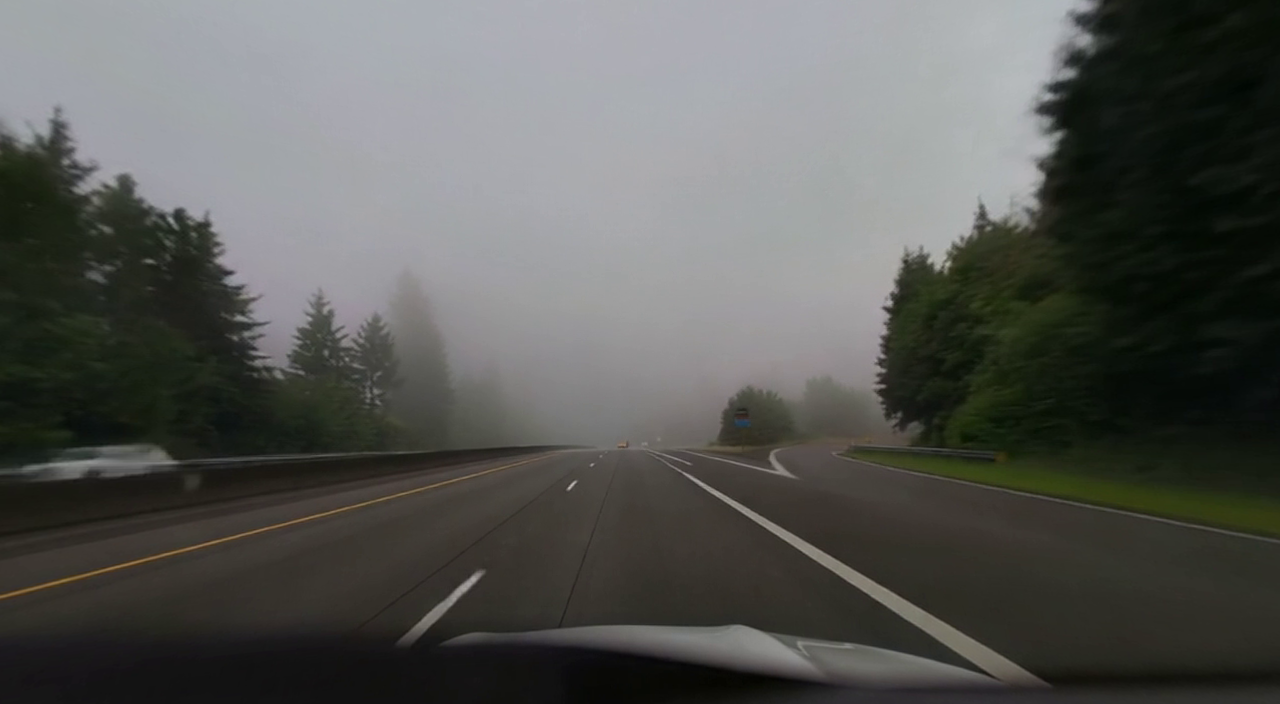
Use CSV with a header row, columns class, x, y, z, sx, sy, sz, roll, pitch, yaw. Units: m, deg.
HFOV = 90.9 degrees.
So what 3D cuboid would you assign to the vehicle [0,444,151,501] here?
class,x,y,z,sx,sy,sz,roll,pitch,yaw
vehicle,-17.372,3.545,19.058,1.821,1.478,4.213,0,-8,-1
